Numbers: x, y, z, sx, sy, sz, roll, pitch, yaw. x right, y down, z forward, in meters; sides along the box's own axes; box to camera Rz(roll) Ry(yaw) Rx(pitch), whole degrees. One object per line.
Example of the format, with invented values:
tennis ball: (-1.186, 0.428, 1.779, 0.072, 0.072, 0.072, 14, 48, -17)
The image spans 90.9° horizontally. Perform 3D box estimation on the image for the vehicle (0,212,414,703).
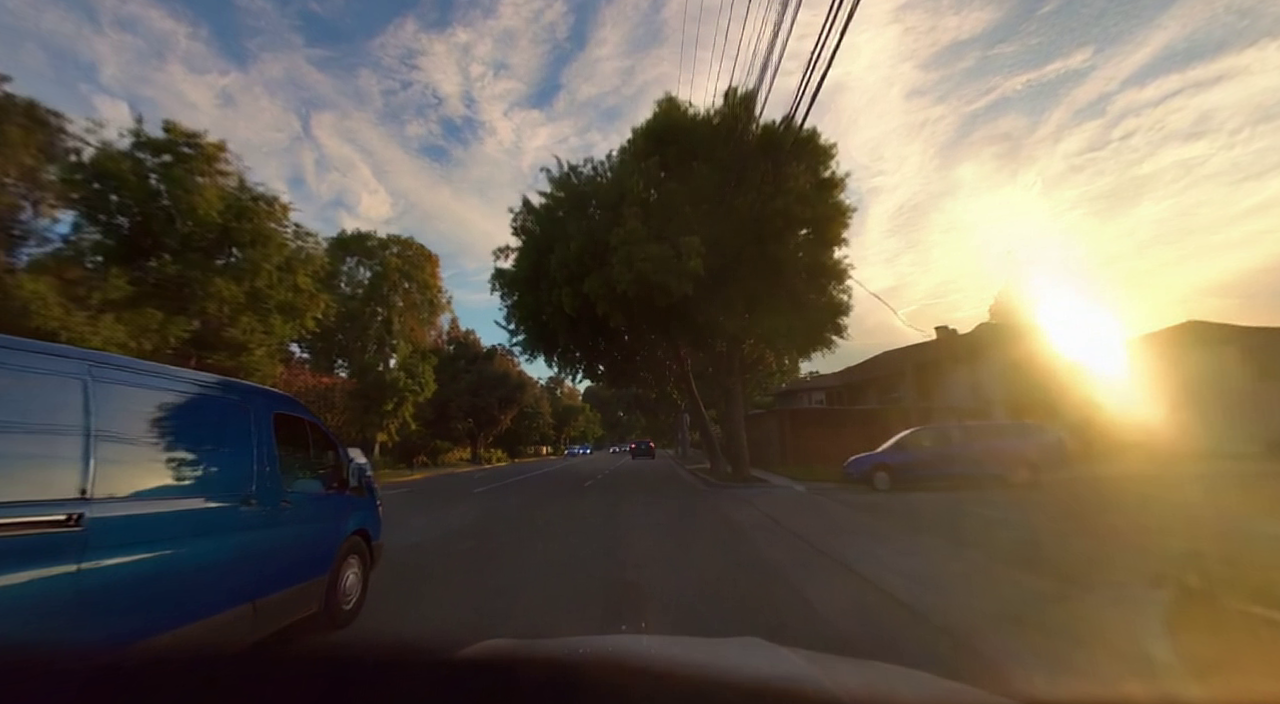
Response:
vehicle: (-3.419, 0.730, 3.157, 2.336, 2.152, 5.866, 0, -8, 0)

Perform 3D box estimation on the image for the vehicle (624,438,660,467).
vehicle: (0.151, 6.302, 39.614, 2.120, 1.718, 3.909, 0, -8, 1)

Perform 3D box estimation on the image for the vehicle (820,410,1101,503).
vehicle: (6.653, 2.282, 13.926, 5.012, 1.711, 2.457, -4, -7, 15)

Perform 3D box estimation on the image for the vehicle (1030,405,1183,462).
vehicle: (16.065, 2.884, 22.022, 1.992, 1.798, 4.083, 0, -8, -4)
